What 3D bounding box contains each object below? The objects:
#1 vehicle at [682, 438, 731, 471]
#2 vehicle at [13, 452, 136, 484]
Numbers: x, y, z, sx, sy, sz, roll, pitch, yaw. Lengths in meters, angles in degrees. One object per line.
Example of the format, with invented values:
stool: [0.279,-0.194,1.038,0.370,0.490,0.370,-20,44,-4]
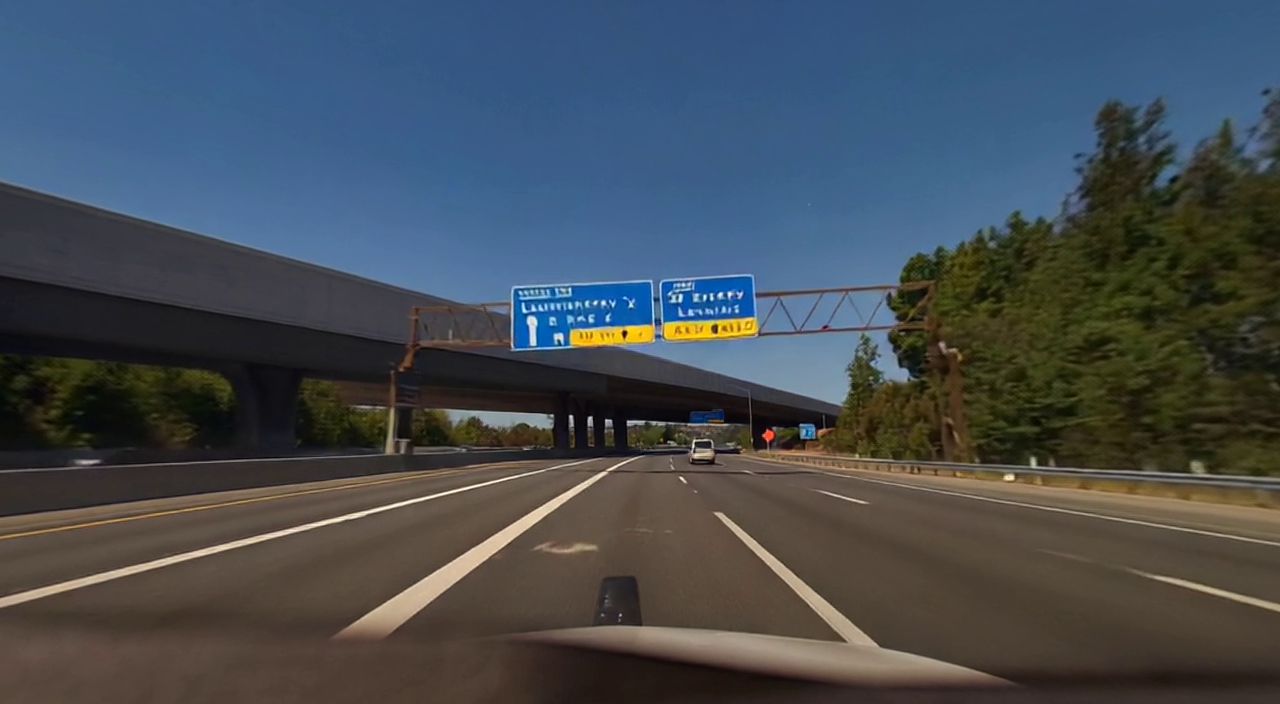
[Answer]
vehicle: [3.639,5.705,35.342,2.224,1.738,4.376,0,-9,0]
vehicle: [-28.675,5.855,32.303,1.833,1.475,4.767,0,-9,1]
